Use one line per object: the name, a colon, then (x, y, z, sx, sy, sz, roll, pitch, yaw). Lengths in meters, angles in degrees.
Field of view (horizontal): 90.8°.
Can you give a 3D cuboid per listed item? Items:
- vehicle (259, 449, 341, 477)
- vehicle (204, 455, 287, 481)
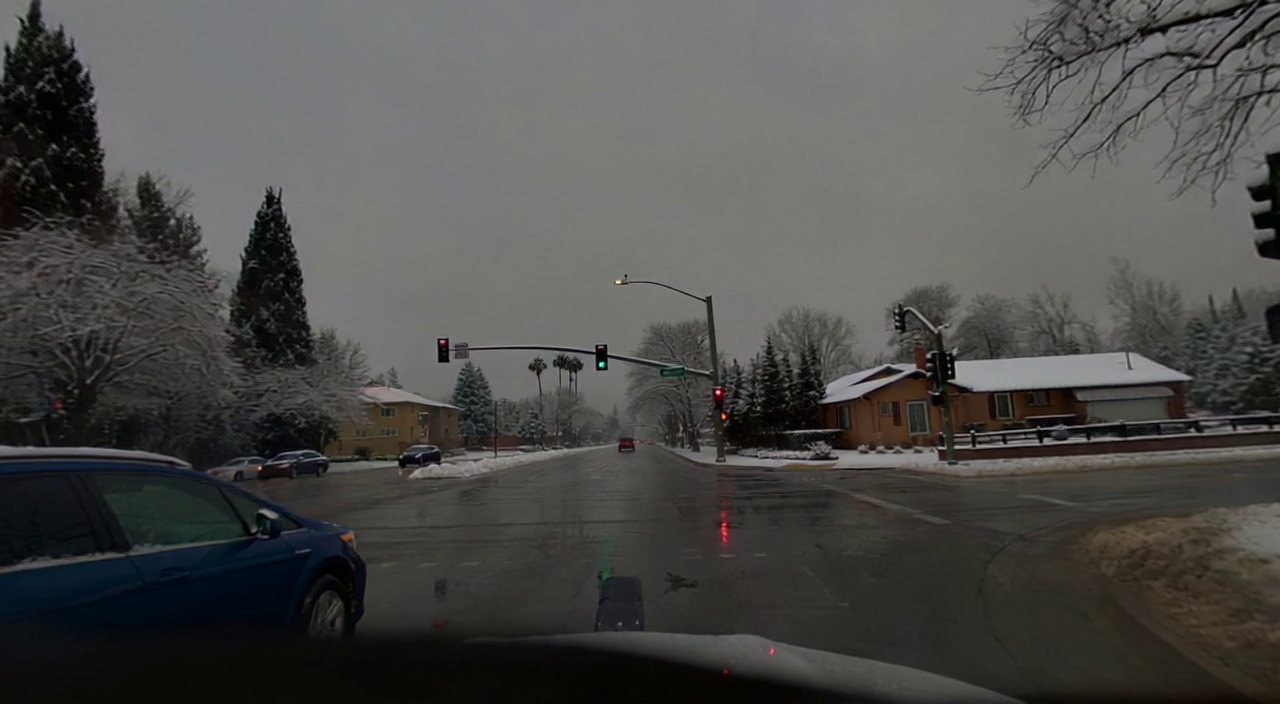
vehicle: (-20.046, 6.521, 37.510, 2.084, 1.528, 4.778, 0, -9, 1)
vehicle: (-24.106, 7.090, 38.800, 2.019, 1.427, 4.630, 0, -9, 1)
